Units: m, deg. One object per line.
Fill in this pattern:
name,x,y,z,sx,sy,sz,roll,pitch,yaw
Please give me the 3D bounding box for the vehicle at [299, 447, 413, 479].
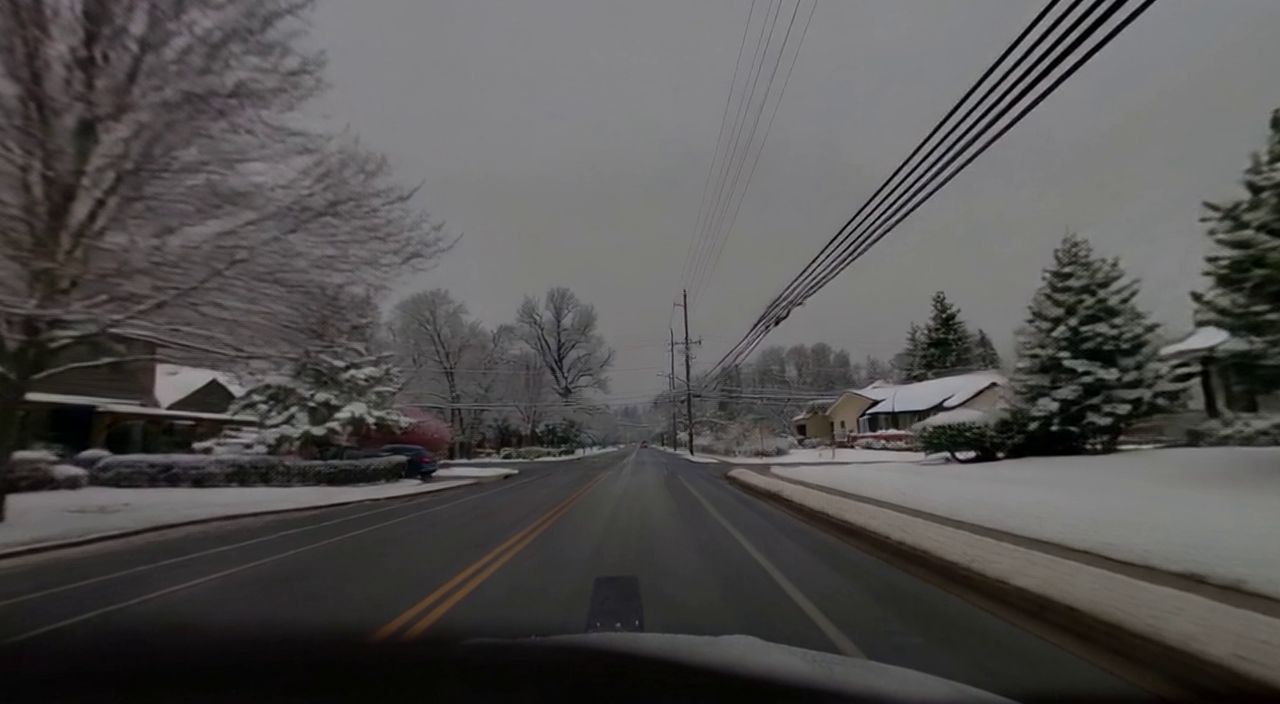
vehicle,-13.915,5.456,31.248,4.554,1.535,2.261,0,-8,-2
